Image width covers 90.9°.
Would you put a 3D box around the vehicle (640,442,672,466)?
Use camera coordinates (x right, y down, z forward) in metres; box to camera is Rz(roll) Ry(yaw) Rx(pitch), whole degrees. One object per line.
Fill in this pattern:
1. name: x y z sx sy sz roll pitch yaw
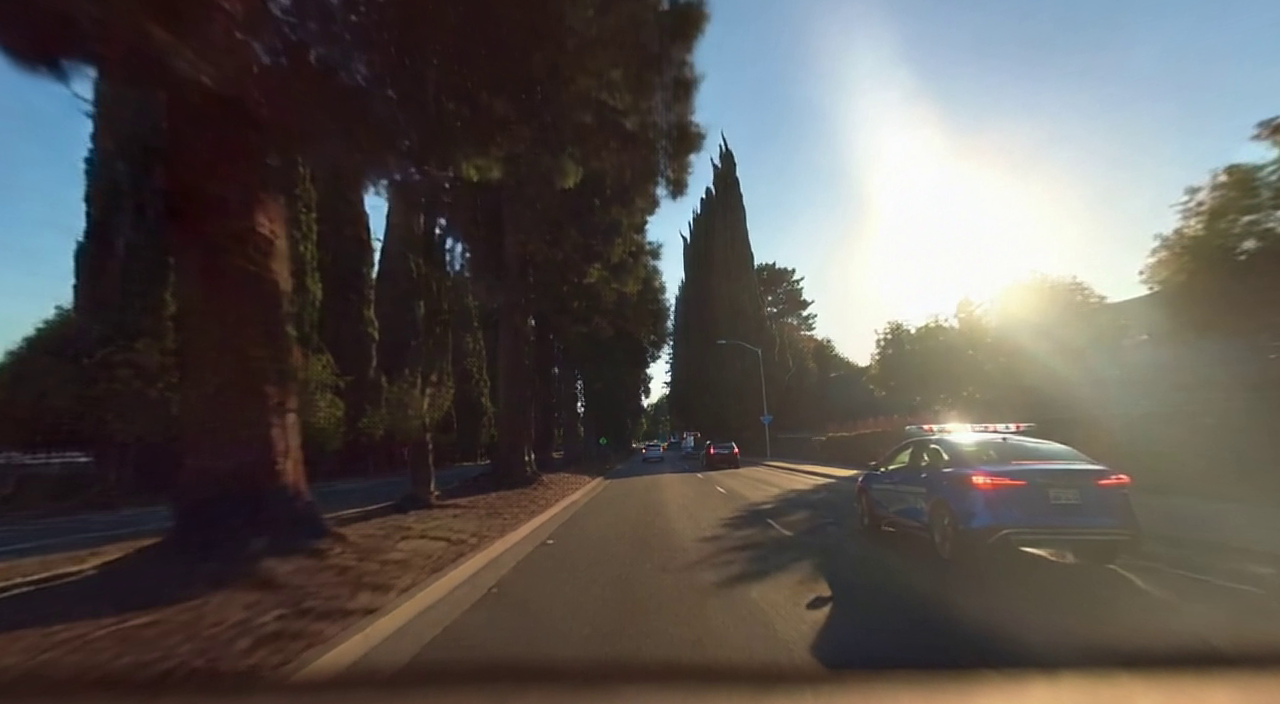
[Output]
1. vehicle: 1.044 6.744 41.784 2.026 1.466 4.282 0 -8 1

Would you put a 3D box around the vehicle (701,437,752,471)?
1. vehicle: 4.554 5.407 33.673 2.110 1.666 3.912 0 -8 0

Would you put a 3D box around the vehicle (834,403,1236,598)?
1. vehicle: 4.007 1.566 7.483 2.052 1.639 4.123 0 -8 0
